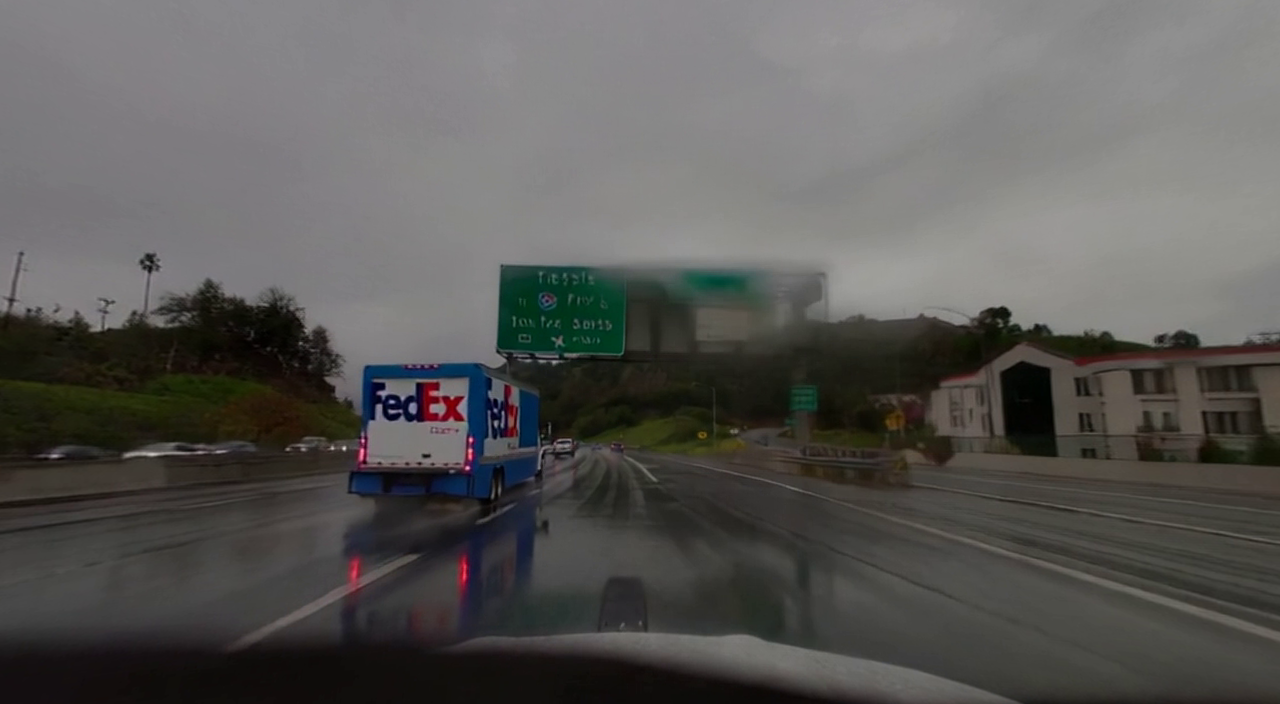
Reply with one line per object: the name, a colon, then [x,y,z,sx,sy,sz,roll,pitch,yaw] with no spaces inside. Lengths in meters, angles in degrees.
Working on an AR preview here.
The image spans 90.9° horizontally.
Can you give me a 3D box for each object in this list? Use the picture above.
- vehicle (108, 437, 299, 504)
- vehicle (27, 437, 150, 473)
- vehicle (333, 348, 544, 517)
vehicle: [-11.792,3.198,17.563,1.981,1.607,4.703,0,-8,-1]
vehicle: [-28.329,5.285,32.656,2.117,1.738,4.824,0,-8,-2]
vehicle: [-4.391,2.052,15.837,2.798,3.212,7.573,0,-8,0]
